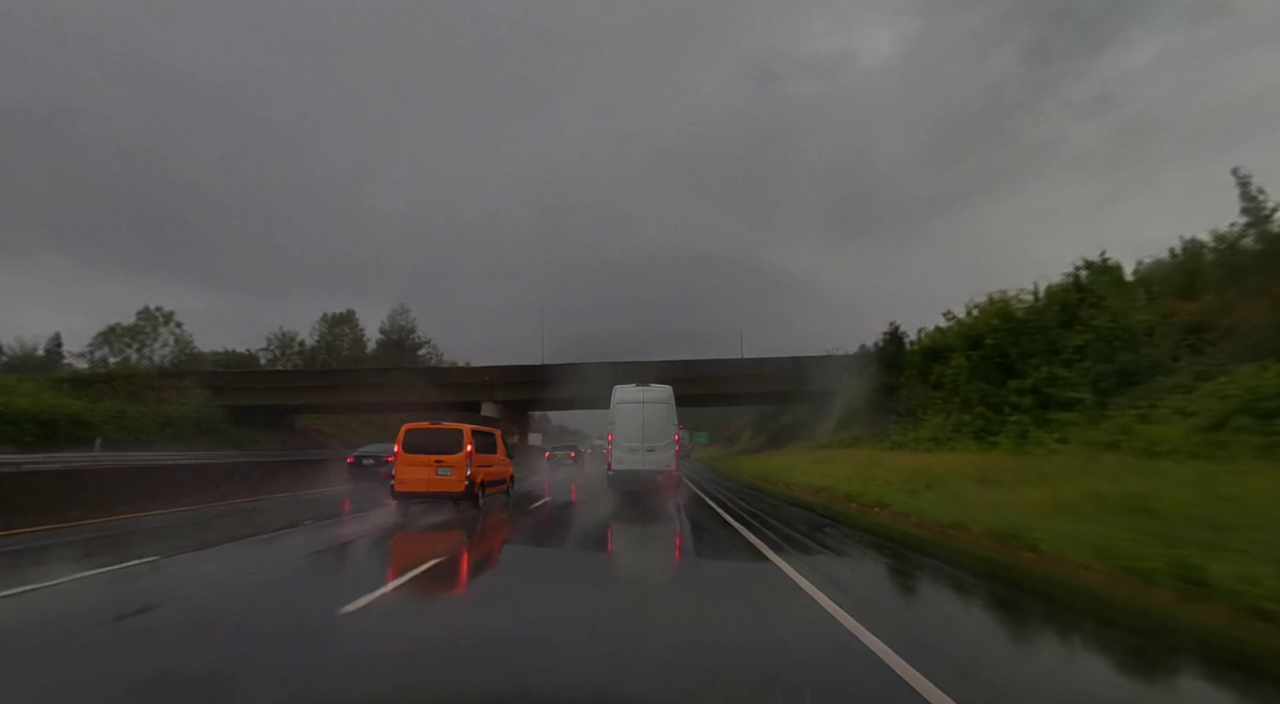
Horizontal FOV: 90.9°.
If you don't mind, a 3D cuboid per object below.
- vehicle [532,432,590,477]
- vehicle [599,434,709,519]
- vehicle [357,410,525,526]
[{"bbox_3d":[-3.474,4.636,28.560,2.068,1.862,4.234,0,-9,0],"label":"vehicle"},{"bbox_3d":[0.239,2.522,13.147,1.991,1.507,3.391,0,-9,0],"label":"vehicle"},{"bbox_3d":[-3.639,2.211,12.397,1.951,1.882,3.979,0,-9,0],"label":"vehicle"}]
